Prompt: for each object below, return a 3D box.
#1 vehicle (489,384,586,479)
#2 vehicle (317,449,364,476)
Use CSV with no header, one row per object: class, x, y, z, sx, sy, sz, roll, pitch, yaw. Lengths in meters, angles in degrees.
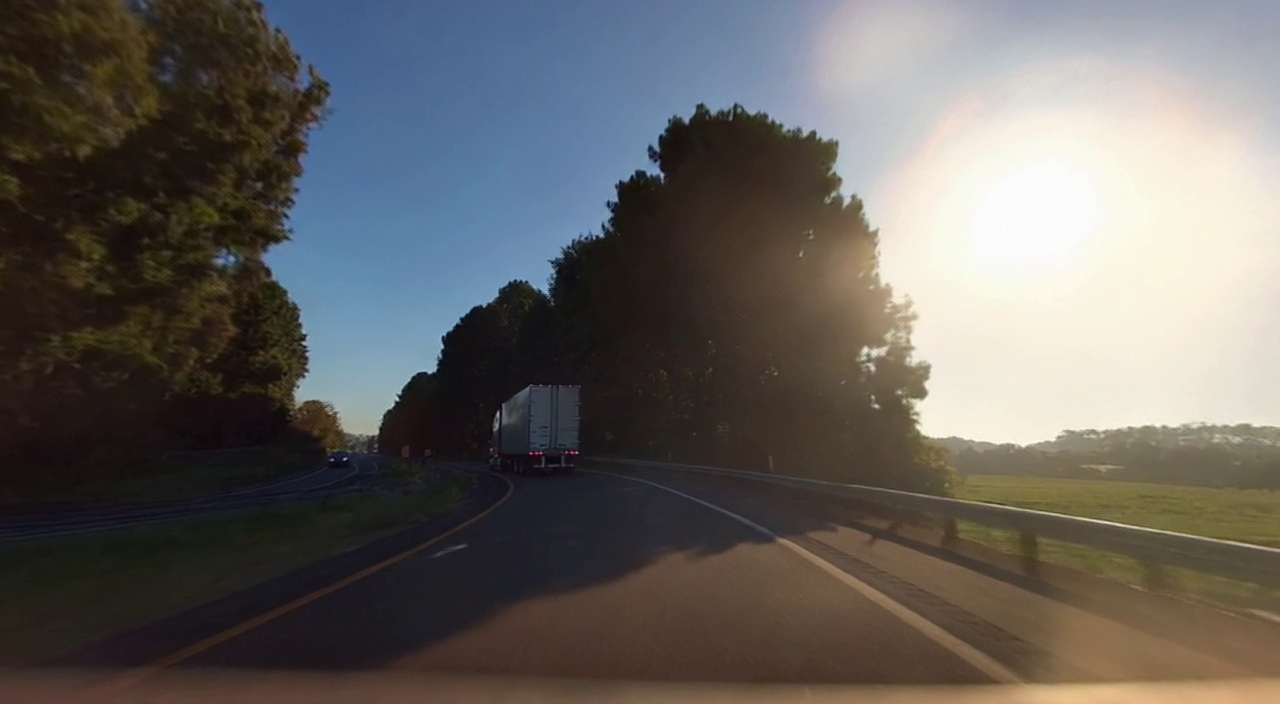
vehicle,-6.117,4.436,34.838,3.087,4.178,13.682,1,-8,-19
vehicle,-17.926,6.568,37.598,1.988,1.493,4.333,5,-10,-31
